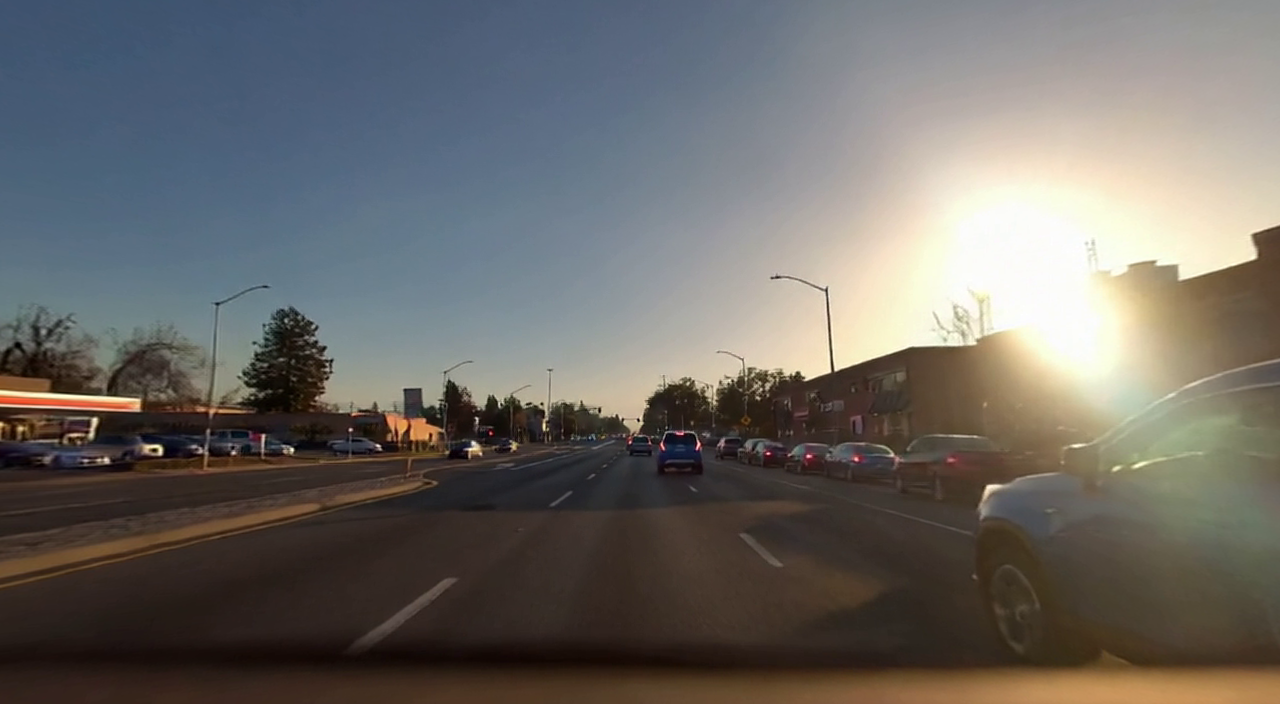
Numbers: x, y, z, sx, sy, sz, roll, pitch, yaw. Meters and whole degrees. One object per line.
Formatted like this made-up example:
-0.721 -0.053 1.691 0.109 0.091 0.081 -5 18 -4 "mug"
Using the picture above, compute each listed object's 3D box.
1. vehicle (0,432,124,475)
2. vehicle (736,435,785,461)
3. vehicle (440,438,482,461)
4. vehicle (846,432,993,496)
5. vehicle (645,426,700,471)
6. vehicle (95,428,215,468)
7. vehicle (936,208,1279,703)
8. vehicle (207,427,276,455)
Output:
-26.230 4.508 28.167 1.922 1.755 4.511 -1 -8 7 "vehicle"
7.448 6.001 39.297 2.055 1.508 4.782 0 -8 0 "vehicle"
-11.884 6.501 41.994 1.942 1.473 4.506 1 -8 -6 "vehicle"
7.329 2.962 17.111 1.831 1.471 4.866 0 -8 1 "vehicle"
1.423 4.443 29.170 2.317 1.857 5.150 0 -8 1 "vehicle"
-25.706 5.119 33.611 2.086 1.967 5.297 0 -8 1 "vehicle"
3.027 0.527 1.596 2.246 1.963 4.777 0 -8 1 "vehicle"
-30.701 6.931 48.542 2.042 1.901 5.209 -3 -9 -2 "vehicle"
